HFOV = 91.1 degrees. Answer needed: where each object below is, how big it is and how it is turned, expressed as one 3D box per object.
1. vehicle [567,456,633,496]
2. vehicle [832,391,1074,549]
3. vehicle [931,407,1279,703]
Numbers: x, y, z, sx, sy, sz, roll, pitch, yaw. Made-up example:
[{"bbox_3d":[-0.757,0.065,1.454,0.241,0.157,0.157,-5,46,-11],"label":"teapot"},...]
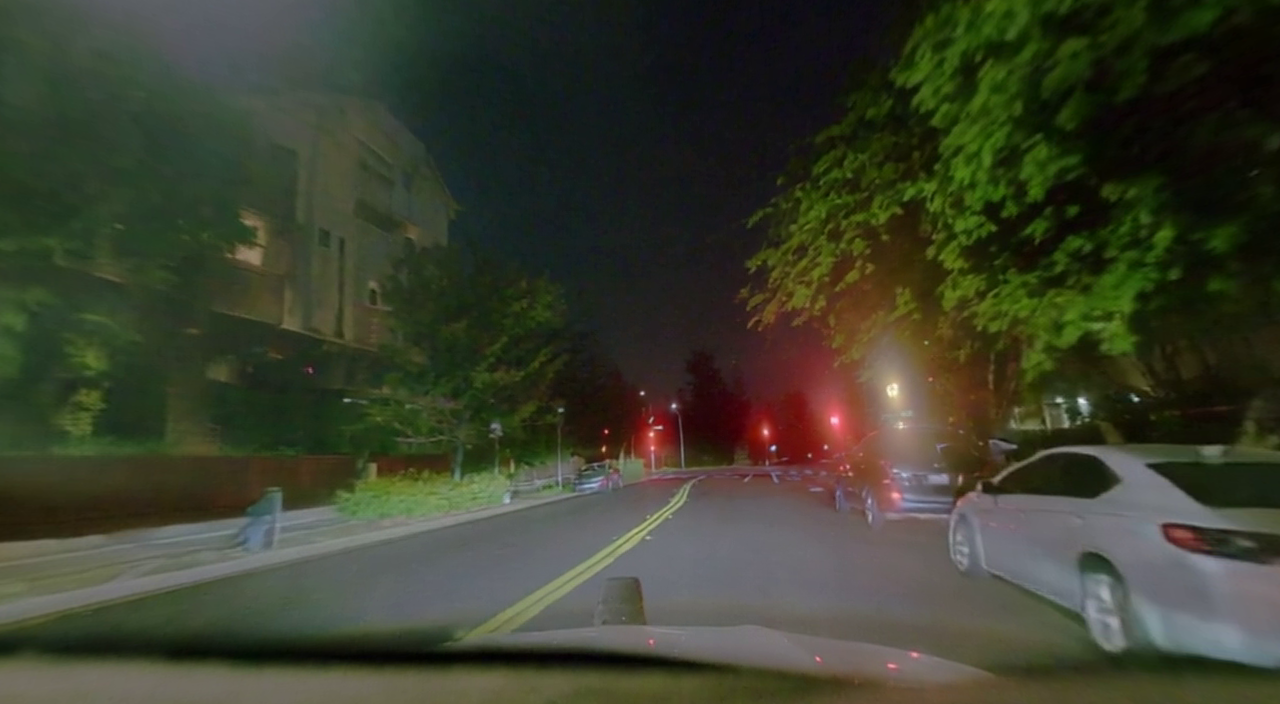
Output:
[{"bbox_3d":[-1.708,5.555,28.450,2.033,1.456,4.370,-4,-9,9],"label":"vehicle"},{"bbox_3d":[5.488,2.231,12.195,2.624,2.227,5.508,1,-10,9],"label":"vehicle"},{"bbox_3d":[4.270,1.406,5.221,2.242,1.661,4.273,-1,-8,10],"label":"vehicle"}]
